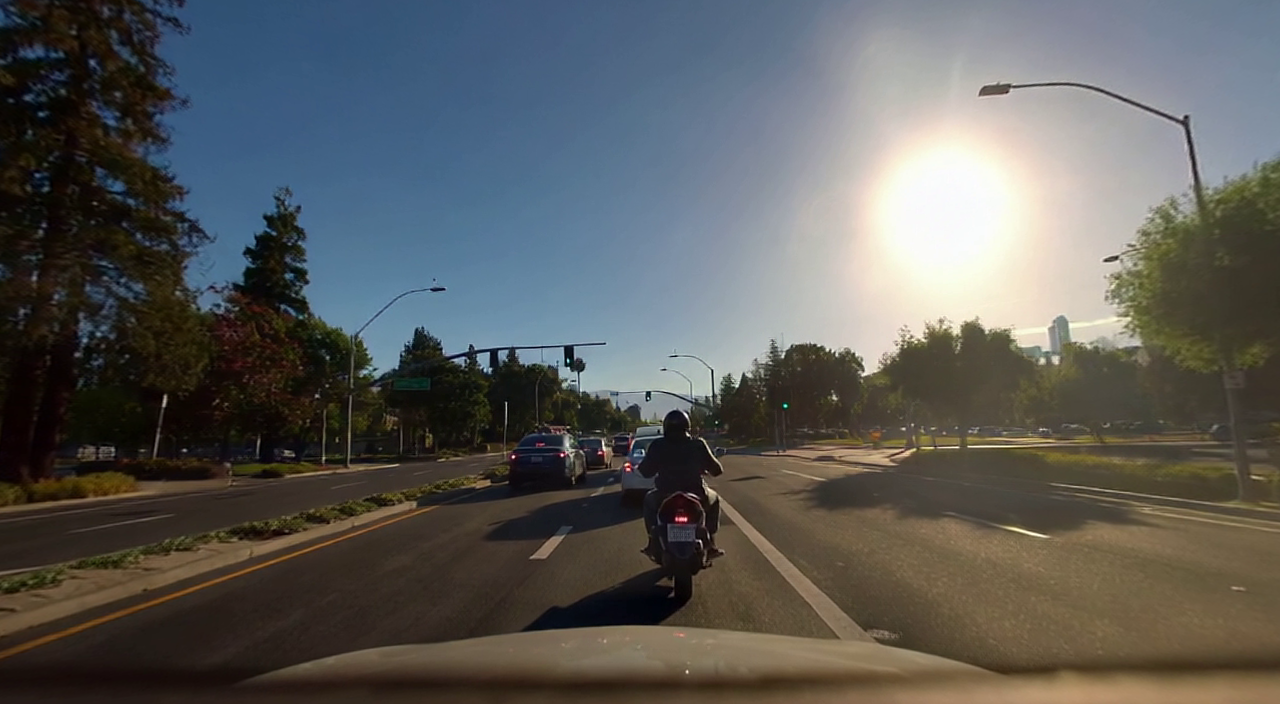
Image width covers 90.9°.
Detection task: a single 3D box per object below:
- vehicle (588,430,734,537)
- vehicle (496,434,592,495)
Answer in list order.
[{"bbox_3d":[0.370,2.151,11.061,2.009,1.450,4.608,-1,-8,2],"label":"vehicle"},{"bbox_3d":[-2.535,3.082,17.628,1.979,1.499,3.840,-1,-8,2],"label":"vehicle"}]
